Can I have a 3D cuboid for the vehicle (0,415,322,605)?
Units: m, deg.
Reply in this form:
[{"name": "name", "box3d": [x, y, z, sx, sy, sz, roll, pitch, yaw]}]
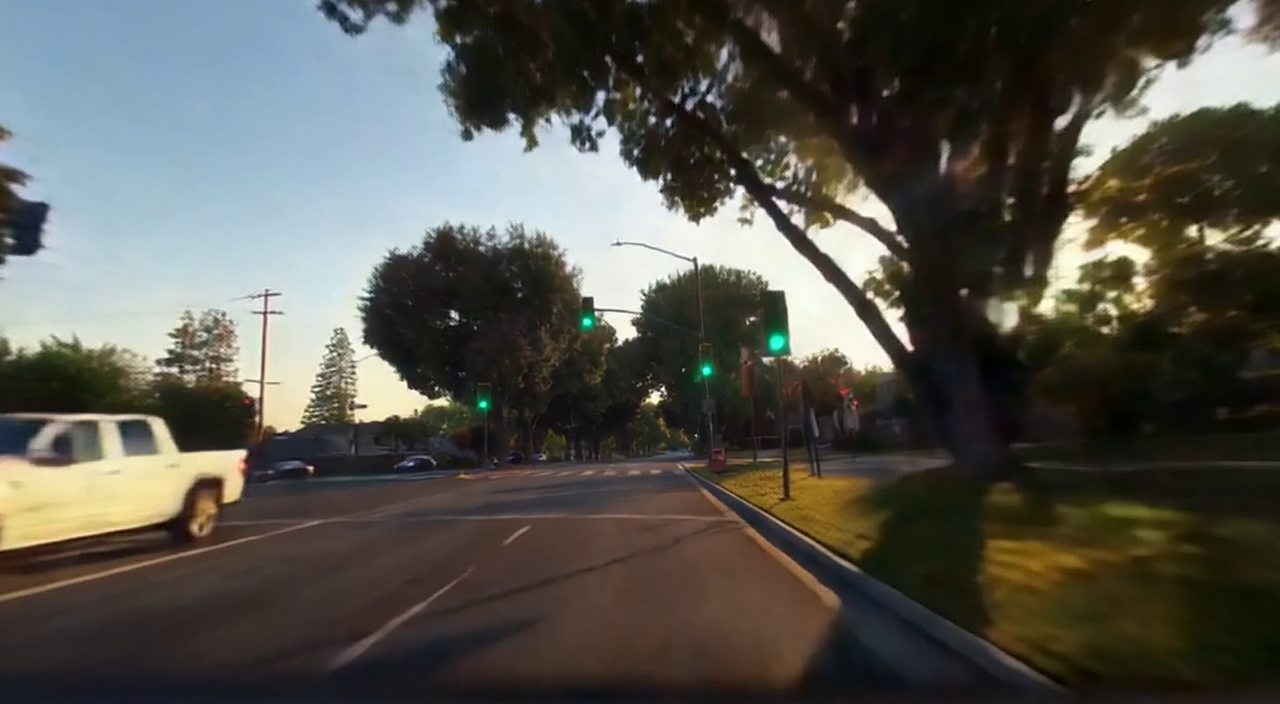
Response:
[{"name": "vehicle", "box3d": [-7.092, 1.870, 8.355, 2.308, 1.755, 6.571, -2, -8, 1]}]
